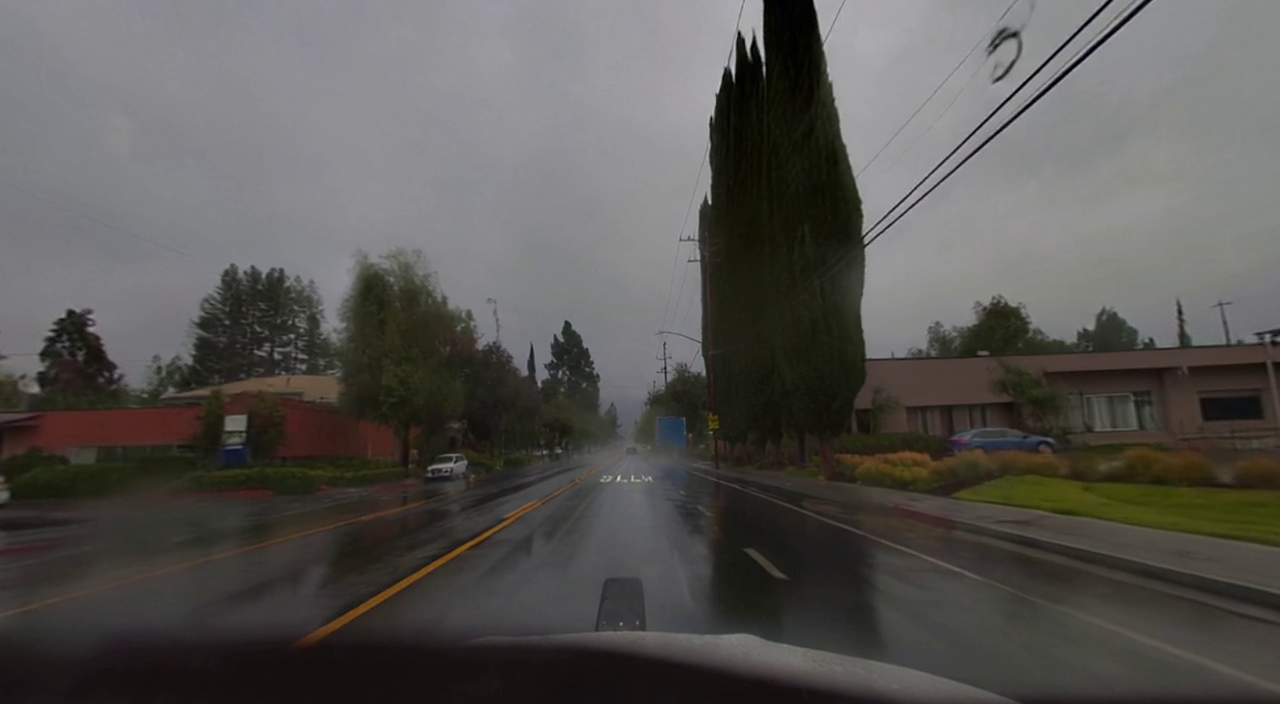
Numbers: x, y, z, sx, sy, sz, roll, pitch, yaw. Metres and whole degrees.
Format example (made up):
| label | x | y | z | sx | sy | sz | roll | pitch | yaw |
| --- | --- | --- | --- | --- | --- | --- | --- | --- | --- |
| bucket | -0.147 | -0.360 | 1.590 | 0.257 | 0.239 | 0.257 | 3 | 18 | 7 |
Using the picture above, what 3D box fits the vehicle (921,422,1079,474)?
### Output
| label | x | y | z | sx | sy | sz | roll | pitch | yaw |
| --- | --- | --- | --- | --- | --- | --- | --- | --- | --- |
| vehicle | 12.604 | 3.413 | 22.424 | 4.554 | 1.668 | 1.974 | -5 | -10 | 27 |
